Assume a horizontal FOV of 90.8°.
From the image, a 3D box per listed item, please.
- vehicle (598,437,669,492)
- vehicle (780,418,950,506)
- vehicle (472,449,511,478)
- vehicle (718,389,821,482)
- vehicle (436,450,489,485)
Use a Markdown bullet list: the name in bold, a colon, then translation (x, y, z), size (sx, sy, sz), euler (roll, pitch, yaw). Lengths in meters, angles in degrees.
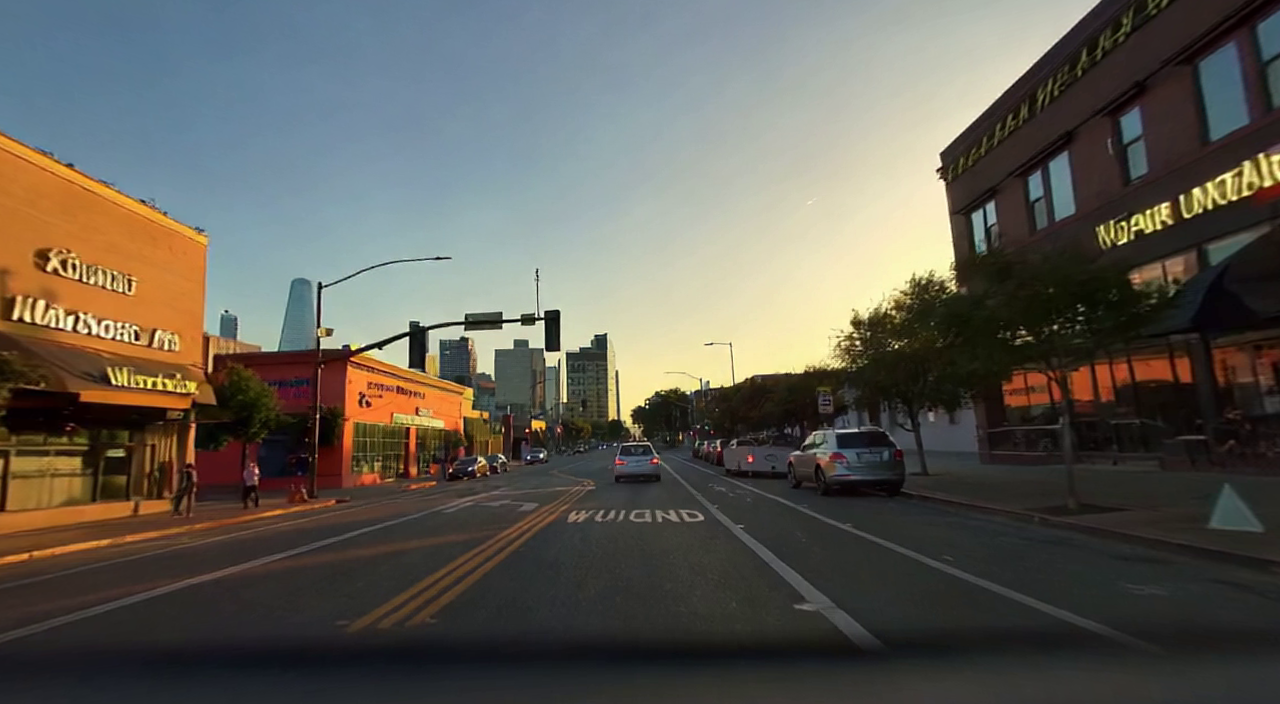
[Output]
- **vehicle**: translation (-0.182, 3.604, 20.600), size (2.086, 1.575, 4.205), euler (0, -8, 0)
- **vehicle**: translation (5.606, 2.850, 16.896), size (2.367, 1.917, 5.810), euler (0, -8, 0)
- **vehicle**: translation (-11.284, 8.469, 48.257), size (1.872, 1.731, 4.656), euler (-4, -6, -1)
- **vehicle**: translation (5.459, 3.763, 28.110), size (2.893, 3.553, 7.295), euler (0, -8, -1)
- **vehicle**: translation (-11.234, 7.312, 40.316), size (2.055, 1.685, 4.370), euler (-5, -6, 0)
